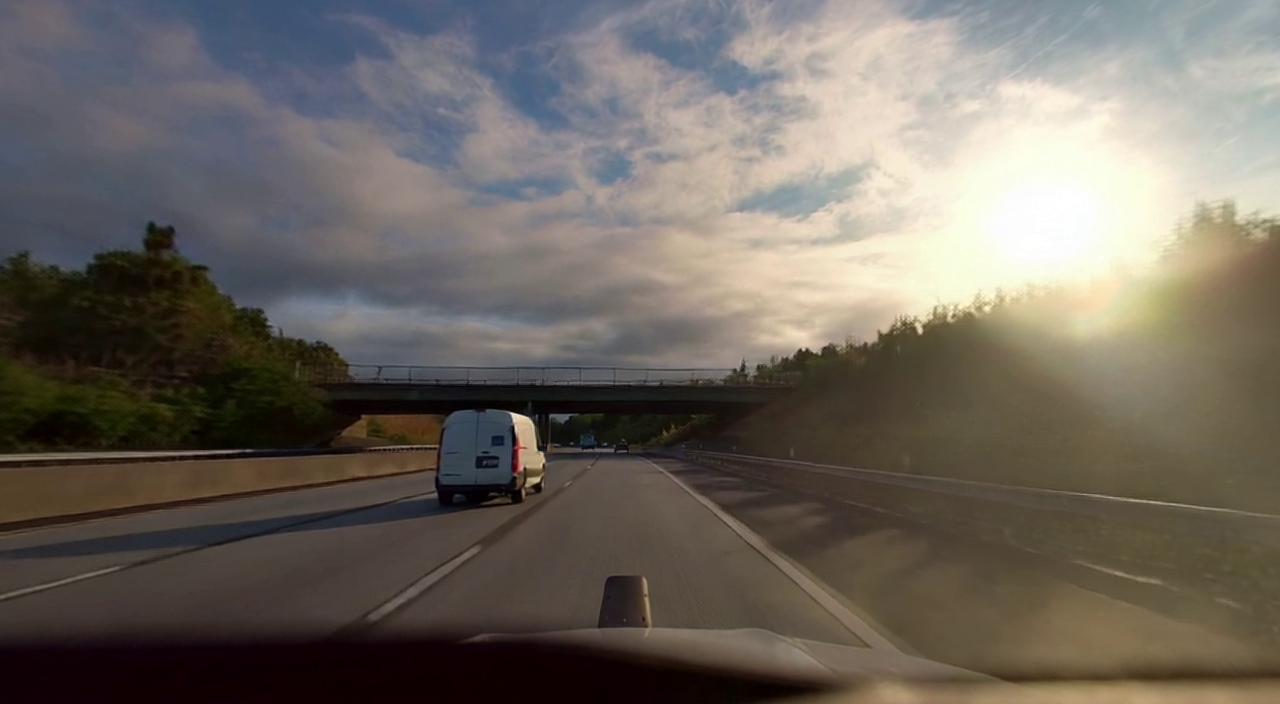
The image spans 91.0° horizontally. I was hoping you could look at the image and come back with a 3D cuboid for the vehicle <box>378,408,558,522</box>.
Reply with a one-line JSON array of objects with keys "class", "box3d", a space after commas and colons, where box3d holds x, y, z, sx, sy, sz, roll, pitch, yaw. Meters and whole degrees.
[{"class": "vehicle", "box3d": [-3.239, 2.281, 13.214, 2.372, 1.891, 5.061, 0, -8, 0]}]
